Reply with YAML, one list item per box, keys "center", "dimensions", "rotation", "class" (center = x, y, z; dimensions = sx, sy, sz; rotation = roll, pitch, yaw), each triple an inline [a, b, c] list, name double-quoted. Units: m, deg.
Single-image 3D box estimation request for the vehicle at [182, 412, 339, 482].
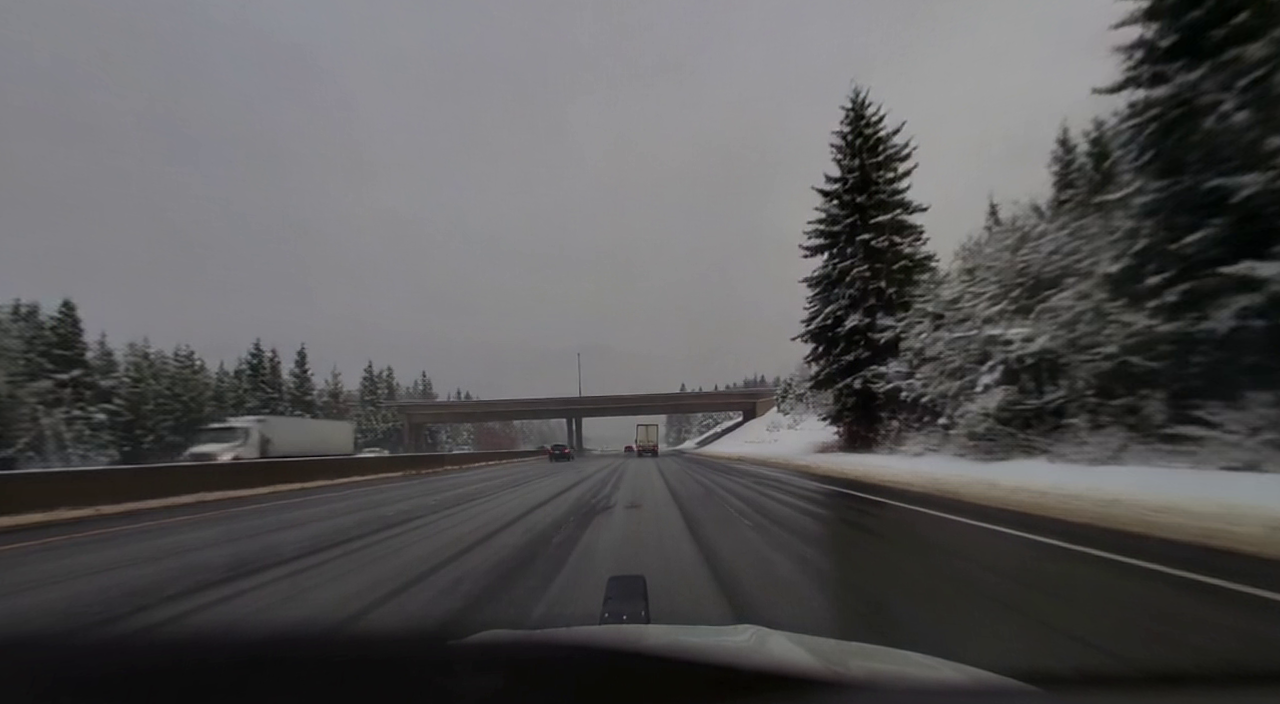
- center: [-23.874, 6.128, 40.841]
  dimensions: [2.957, 3.849, 11.259]
  rotation: [0, -8, 1]
  class: "vehicle"
